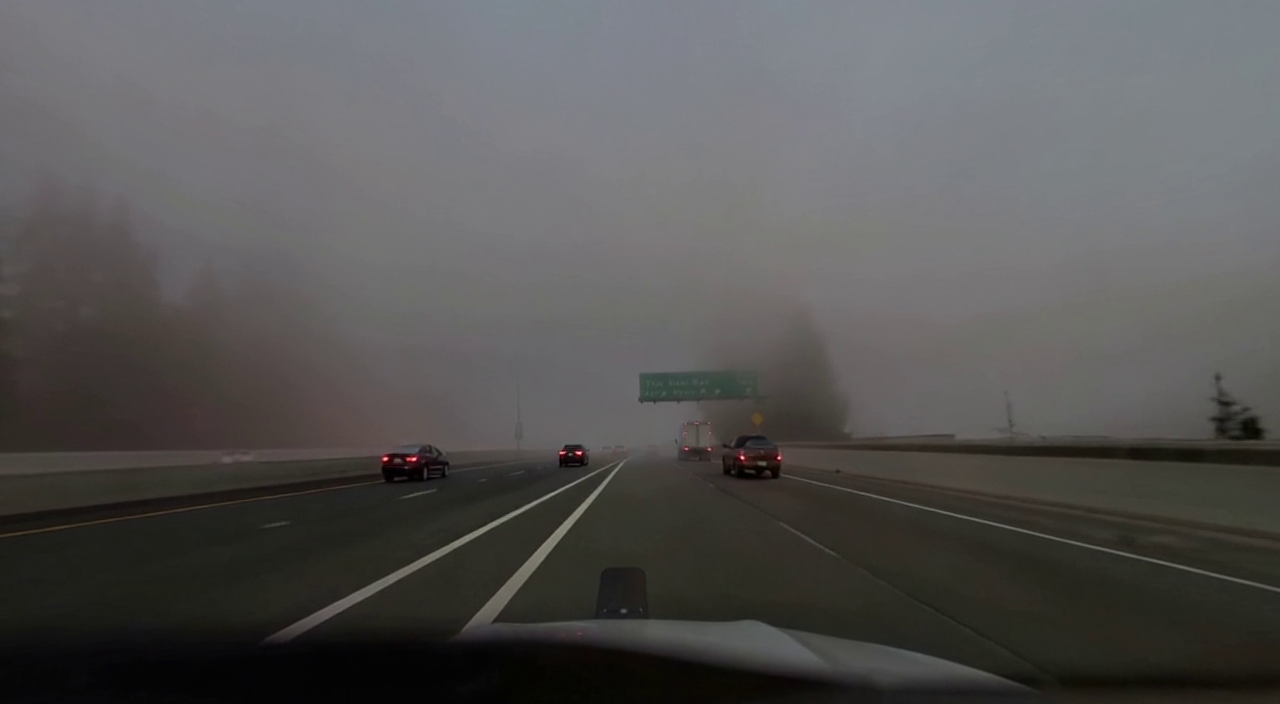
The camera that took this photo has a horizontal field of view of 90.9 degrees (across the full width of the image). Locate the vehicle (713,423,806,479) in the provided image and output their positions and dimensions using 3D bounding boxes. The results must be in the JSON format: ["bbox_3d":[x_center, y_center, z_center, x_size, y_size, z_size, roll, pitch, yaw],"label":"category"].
[{"bbox_3d":[4.561,3.929,25.373,2.355,1.930,6.633,0,-8,-1],"label":"vehicle"}]

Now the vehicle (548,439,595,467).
[{"bbox_3d":[-3.753,5.619,35.263,1.981,1.473,4.317,0,-8,2],"label":"vehicle"}]

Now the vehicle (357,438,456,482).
[{"bbox_3d":[-8.555,3.977,23.565,1.899,1.465,4.589,0,-8,0],"label":"vehicle"}]
